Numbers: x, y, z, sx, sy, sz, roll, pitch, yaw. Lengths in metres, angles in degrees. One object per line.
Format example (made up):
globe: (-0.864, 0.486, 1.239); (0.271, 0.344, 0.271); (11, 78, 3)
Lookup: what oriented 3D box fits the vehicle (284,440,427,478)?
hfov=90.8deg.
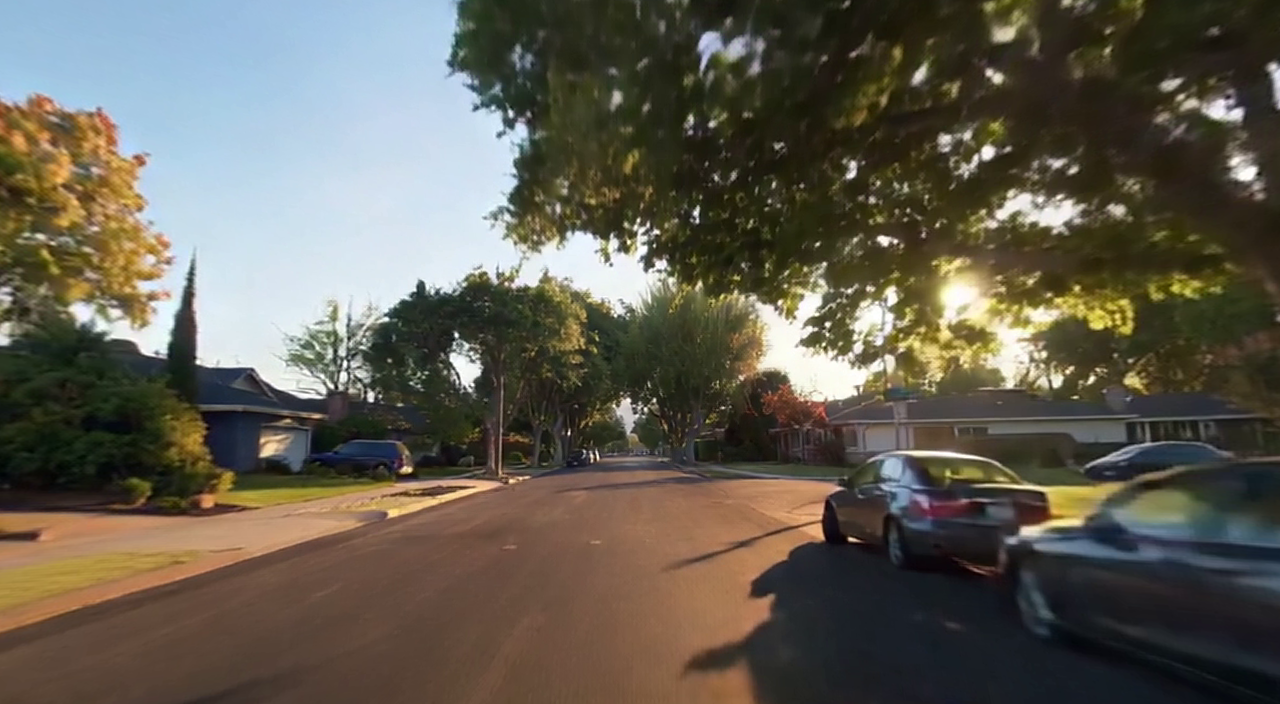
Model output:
vehicle: (-13.934, 5.285, 31.309); (5.863, 1.773, 2.451); (0, -9, -4)

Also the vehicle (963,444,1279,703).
vehicle: (3.637, 1.187, 2.996); (1.857, 1.480, 4.201); (0, -9, -2)

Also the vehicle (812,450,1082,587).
vehicle: (3.867, 2.114, 8.839); (1.849, 1.470, 3.807); (0, -9, 0)
